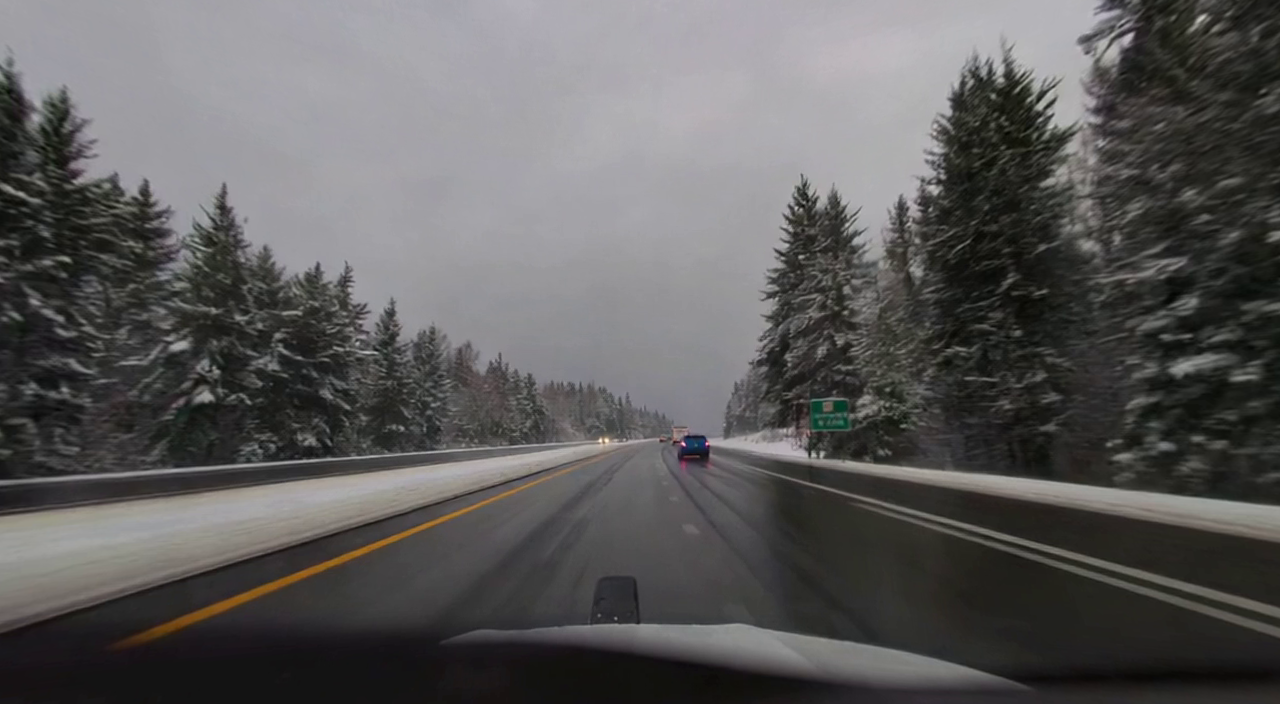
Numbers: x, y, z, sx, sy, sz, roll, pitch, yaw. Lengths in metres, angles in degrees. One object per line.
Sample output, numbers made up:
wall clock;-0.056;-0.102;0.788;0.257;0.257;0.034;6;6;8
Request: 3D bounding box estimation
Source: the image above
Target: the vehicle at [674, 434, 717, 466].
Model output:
vehicle;3.064;5.496;35.433;2.022;1.663;4.245;-1;-8;0
